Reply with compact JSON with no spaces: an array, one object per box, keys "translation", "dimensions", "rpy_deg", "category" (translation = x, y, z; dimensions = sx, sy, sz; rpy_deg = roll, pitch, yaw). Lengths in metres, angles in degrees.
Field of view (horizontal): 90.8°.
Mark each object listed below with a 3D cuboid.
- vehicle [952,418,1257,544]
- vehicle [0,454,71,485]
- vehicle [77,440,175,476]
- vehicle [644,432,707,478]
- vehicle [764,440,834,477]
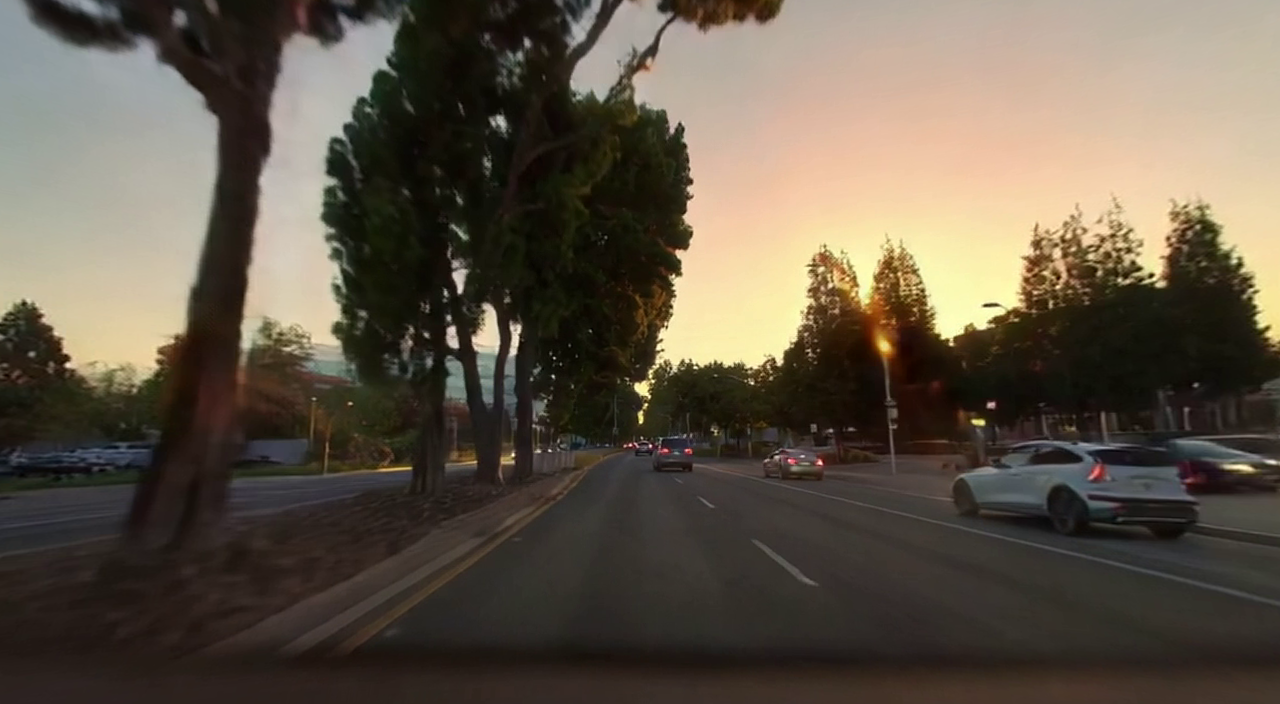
[{"translation":[7.459,2.090,10.864],"dimensions":[2.025,1.719,4.161],"rpy_deg":[0,-8,0],"category":"vehicle"},{"translation":[-29.983,5.743,31.120],"dimensions":[1.779,1.363,4.265],"rpy_deg":[4,-9,-28],"category":"vehicle"},{"translation":[-30.013,6.190,36.971],"dimensions":[3.883,1.989,2.208],"rpy_deg":[-1,-9,6],"category":"vehicle"},{"translation":[1.408,4.366,26.994],"dimensions":[2.227,1.794,4.457],"rpy_deg":[0,-8,-3],"category":"vehicle"},{"translation":[7.213,4.885,29.169],"dimensions":[2.029,1.548,4.422],"rpy_deg":[0,-8,0],"category":"vehicle"}]
